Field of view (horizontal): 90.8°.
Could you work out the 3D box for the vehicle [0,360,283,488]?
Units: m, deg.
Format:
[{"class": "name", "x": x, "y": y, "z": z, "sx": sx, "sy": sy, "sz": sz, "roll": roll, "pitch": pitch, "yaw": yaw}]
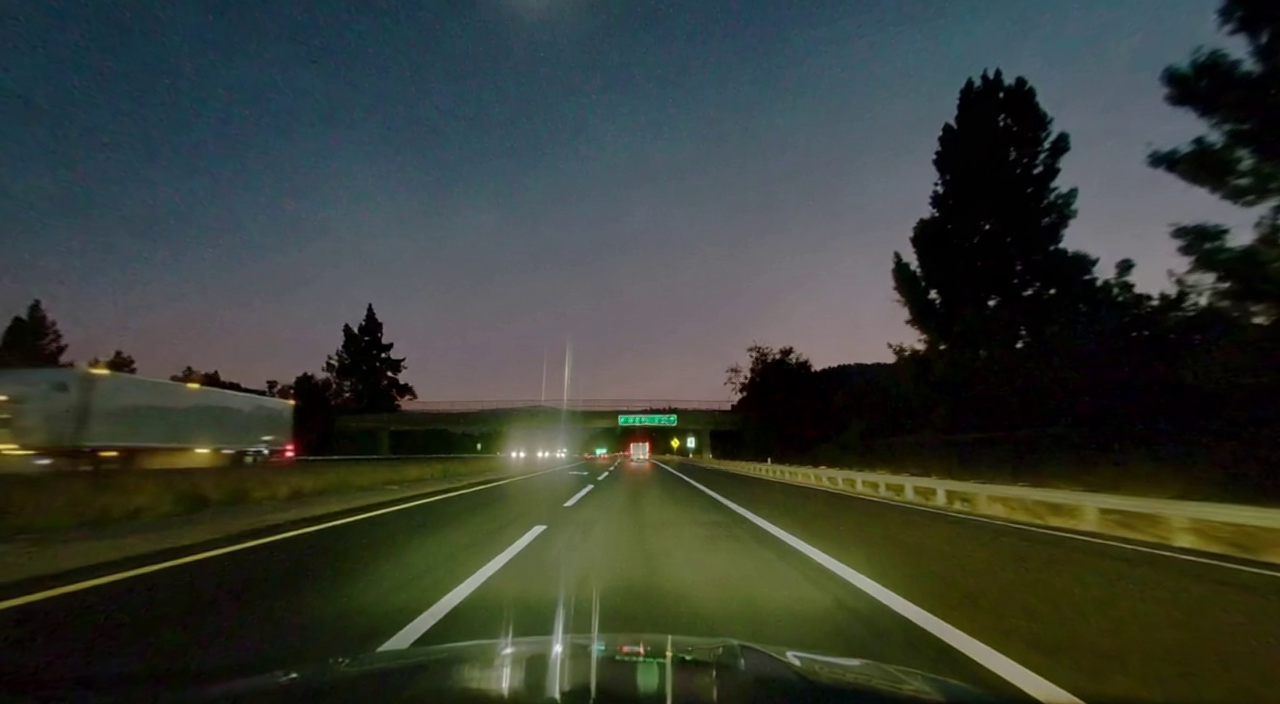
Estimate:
[{"class": "vehicle", "x": -21.121, "y": 3.400, "z": 27.411, "sx": 2.884, "sy": 4.099, "sz": 14.439, "roll": 0, "pitch": -9, "yaw": -1}]
